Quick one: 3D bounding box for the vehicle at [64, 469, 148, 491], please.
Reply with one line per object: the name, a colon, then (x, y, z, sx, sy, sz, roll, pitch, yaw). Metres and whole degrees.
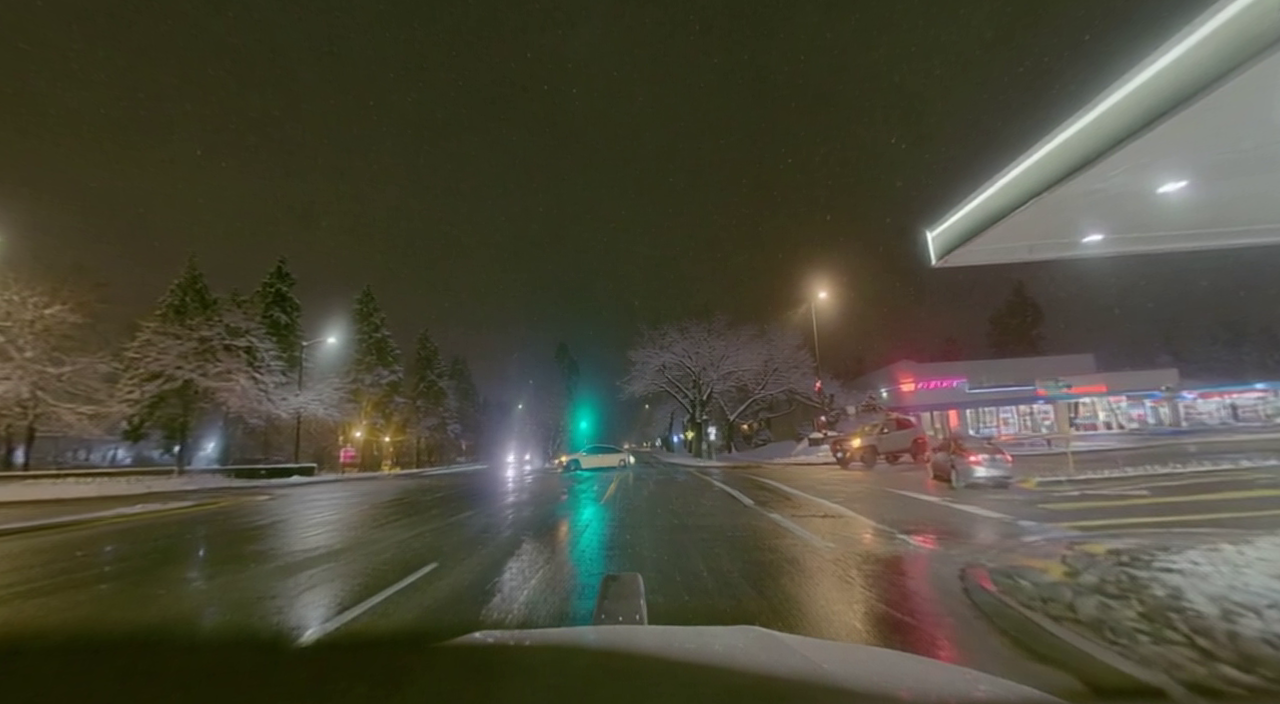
vehicle: (-38.406, 9.207, 45.293, 4.290, 1.475, 1.742, 0, -8, -3)

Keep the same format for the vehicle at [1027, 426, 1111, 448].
vehicle: (29.958, 5.976, 44.091, 4.363, 1.503, 1.989, 0, -8, 3)

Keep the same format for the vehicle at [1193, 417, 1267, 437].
vehicle: (43.932, 5.602, 46.916, 3.739, 1.451, 1.647, 0, -8, 0)

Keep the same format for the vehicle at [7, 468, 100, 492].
vehicle: (-44.004, 9.598, 47.267, 4.854, 1.696, 1.834, 1, -8, -5)

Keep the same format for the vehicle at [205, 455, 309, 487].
vehicle: (-25.936, 8.048, 42.721, 5.803, 1.632, 2.173, -4, -7, 3)

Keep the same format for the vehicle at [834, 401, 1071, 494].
vehicle: (7.534, 2.355, 15.621, 4.640, 1.800, 2.026, -4, -9, 1)
